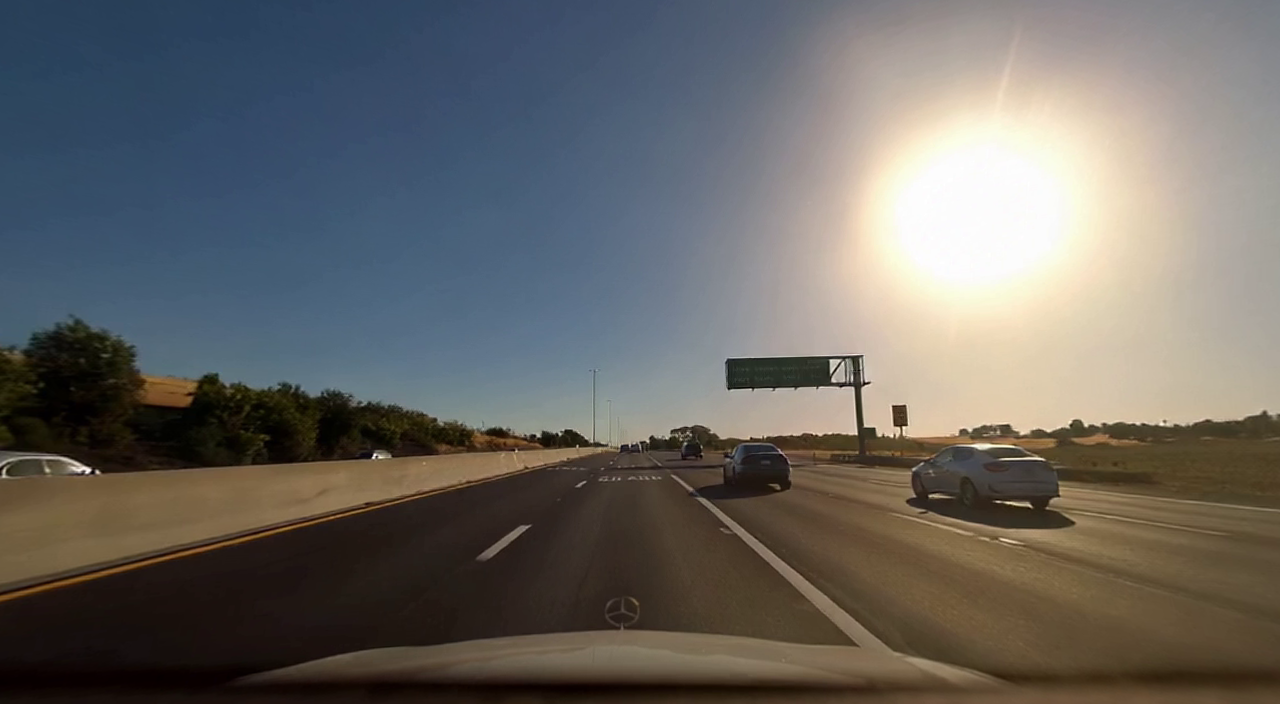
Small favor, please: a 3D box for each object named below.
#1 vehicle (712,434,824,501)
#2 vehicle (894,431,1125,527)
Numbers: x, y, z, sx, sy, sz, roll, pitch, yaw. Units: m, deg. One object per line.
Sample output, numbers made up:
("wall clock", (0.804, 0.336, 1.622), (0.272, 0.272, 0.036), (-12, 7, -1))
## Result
("vehicle", (3.286, 3.058, 17.178), (2.056, 1.553, 4.320), (0, -8, -1))
("vehicle", (6.806, 2.357, 12.267), (2.038, 1.528, 3.910), (0, -8, -1))
